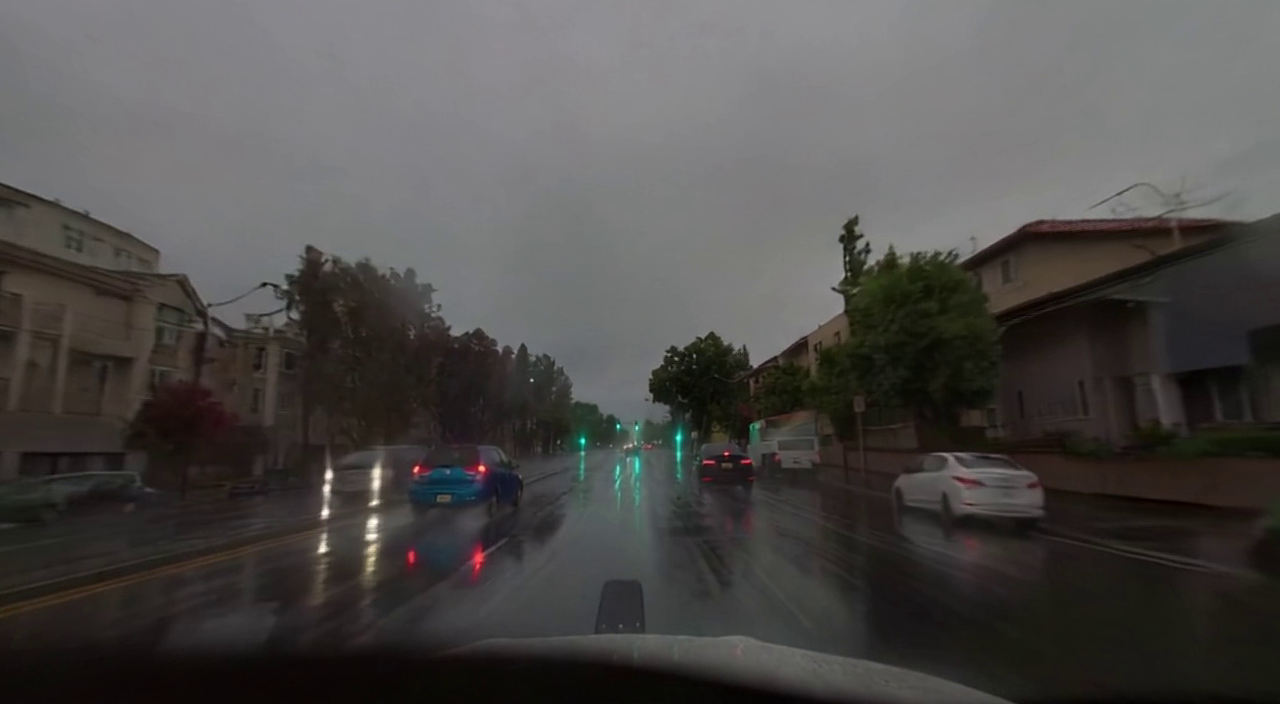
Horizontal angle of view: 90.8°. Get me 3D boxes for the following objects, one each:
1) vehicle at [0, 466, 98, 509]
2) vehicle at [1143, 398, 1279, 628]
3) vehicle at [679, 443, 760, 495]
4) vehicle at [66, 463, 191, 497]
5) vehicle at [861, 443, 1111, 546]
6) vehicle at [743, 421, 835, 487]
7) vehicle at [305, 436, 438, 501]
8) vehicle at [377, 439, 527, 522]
[{"bbox_3d":[-23.976,5.145,24.083,4.816,1.482,1.995,-1,-9,3],"label":"vehicle"},{"bbox_3d":[6.056,1.048,3.554,2.085,1.782,5.258,0,-9,0],"label":"vehicle"},{"bbox_3d":[2.454,3.750,20.649,1.978,1.471,4.426,0,-9,-1],"label":"vehicle"},{"bbox_3d":[-24.163,6.038,29.955,4.398,1.486,1.837,-1,-9,3],"label":"vehicle"},{"bbox_3d":[5.845,2.424,11.524,1.905,1.471,4.596,0,-9,-1],"label":"vehicle"},{"bbox_3d":[5.904,4.145,25.880,2.394,2.400,5.209,0,-9,-1],"label":"vehicle"},{"bbox_3d":[-8.490,3.706,20.586,2.098,1.807,5.024,0,-9,0],"label":"vehicle"},{"bbox_3d":[-3.877,2.711,13.882,2.062,1.527,4.044,0,-9,0],"label":"vehicle"}]
